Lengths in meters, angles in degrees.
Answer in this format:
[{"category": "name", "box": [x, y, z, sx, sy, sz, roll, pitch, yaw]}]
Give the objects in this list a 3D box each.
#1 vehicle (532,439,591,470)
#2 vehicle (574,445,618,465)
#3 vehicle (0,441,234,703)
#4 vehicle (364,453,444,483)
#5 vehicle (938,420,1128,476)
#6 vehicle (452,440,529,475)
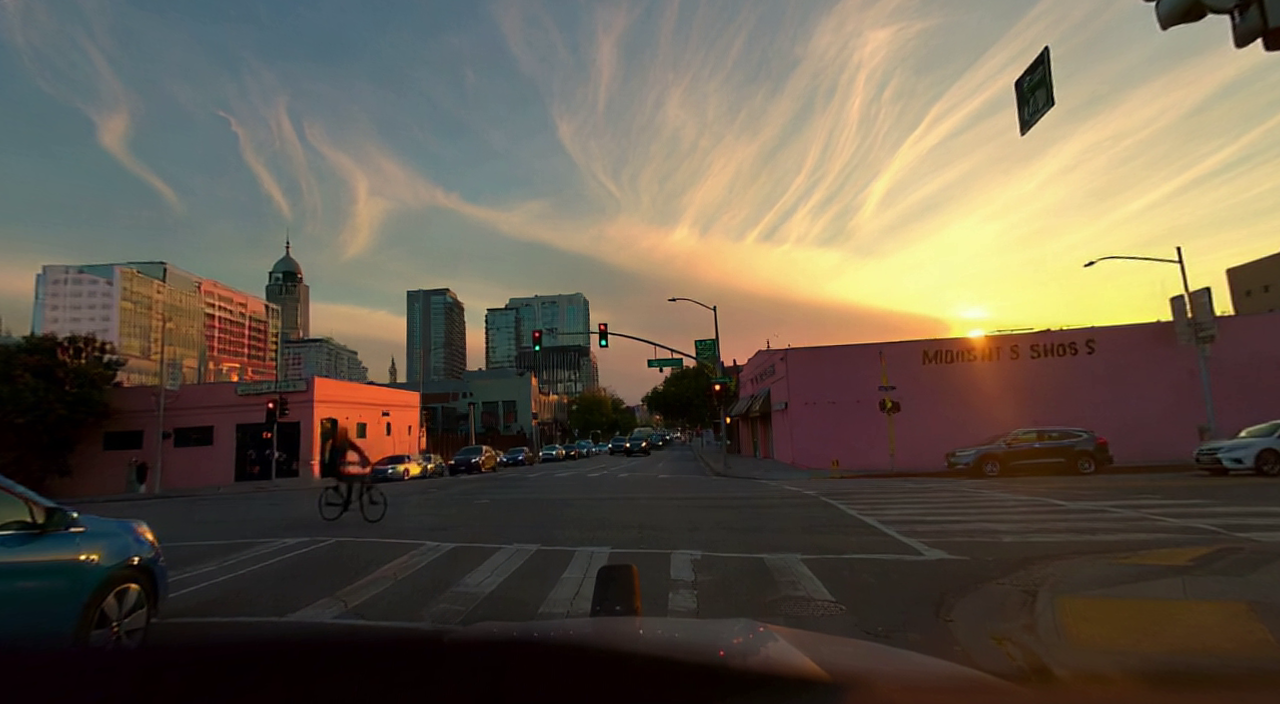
[{"category": "vehicle", "box": [-4.513, 5.979, 36.871, 1.928, 1.647, 4.575, -2, -9, 13]}, {"category": "vehicle", "box": [-3.027, 7.188, 44.132, 1.743, 1.362, 4.350, -2, -9, 14]}, {"category": "vehicle", "box": [-3.693, 0.969, 2.154, 1.759, 1.325, 4.295, 0, -9, 0]}, {"category": "vehicle", "box": [-12.587, 6.173, 33.879, 1.976, 1.425, 4.567, -1, -9, 9]}, {"category": "vehicle", "box": [11.564, 2.870, 18.805, 4.355, 1.546, 1.820, -1, -9, 6]}, {"category": "vehicle", "box": [-8.402, 5.973, 36.046, 2.152, 1.825, 5.406, -2, -9, 12]}]
